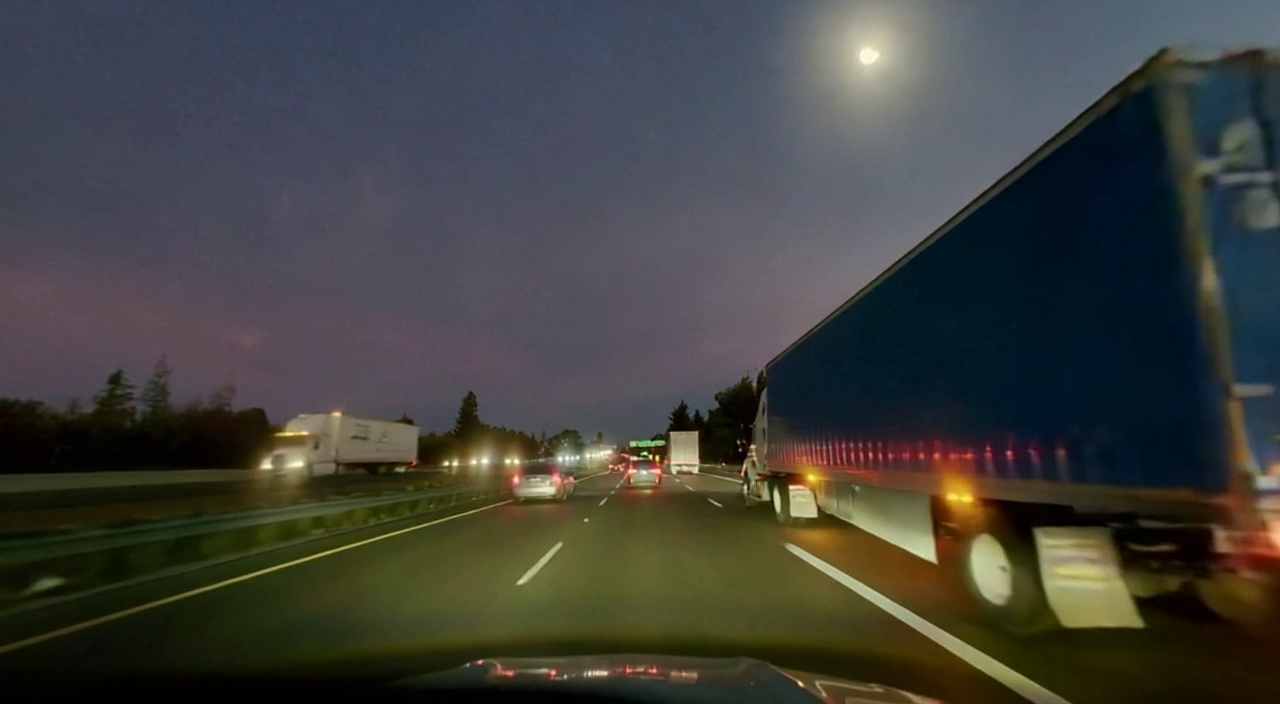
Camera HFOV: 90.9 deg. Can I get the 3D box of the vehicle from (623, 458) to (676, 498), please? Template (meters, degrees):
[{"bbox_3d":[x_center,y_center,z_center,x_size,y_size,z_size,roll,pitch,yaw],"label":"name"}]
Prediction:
[{"bbox_3d":[0.374,5.256,26.650,2.089,1.516,4.191,0,-9,0],"label":"vehicle"}]

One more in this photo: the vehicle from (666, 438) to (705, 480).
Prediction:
[{"bbox_3d":[3.582,8.227,48.397,2.650,2.978,6.937,-1,-10,6],"label":"vehicle"}]

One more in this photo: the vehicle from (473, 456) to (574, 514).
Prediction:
[{"bbox_3d":[-3.281,3.846,18.657,2.105,1.467,4.099,0,-9,1],"label":"vehicle"}]

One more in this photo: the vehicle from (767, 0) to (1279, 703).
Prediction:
[{"bbox_3d":[4.759,1.021,9.789,2.877,4.035,13.897,0,-9,1],"label":"vehicle"}]

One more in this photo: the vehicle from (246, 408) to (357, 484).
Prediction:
[{"bbox_3d":[-19.597,5.526,37.004,3.015,4.041,5.879,0,-9,0],"label":"vehicle"}]
